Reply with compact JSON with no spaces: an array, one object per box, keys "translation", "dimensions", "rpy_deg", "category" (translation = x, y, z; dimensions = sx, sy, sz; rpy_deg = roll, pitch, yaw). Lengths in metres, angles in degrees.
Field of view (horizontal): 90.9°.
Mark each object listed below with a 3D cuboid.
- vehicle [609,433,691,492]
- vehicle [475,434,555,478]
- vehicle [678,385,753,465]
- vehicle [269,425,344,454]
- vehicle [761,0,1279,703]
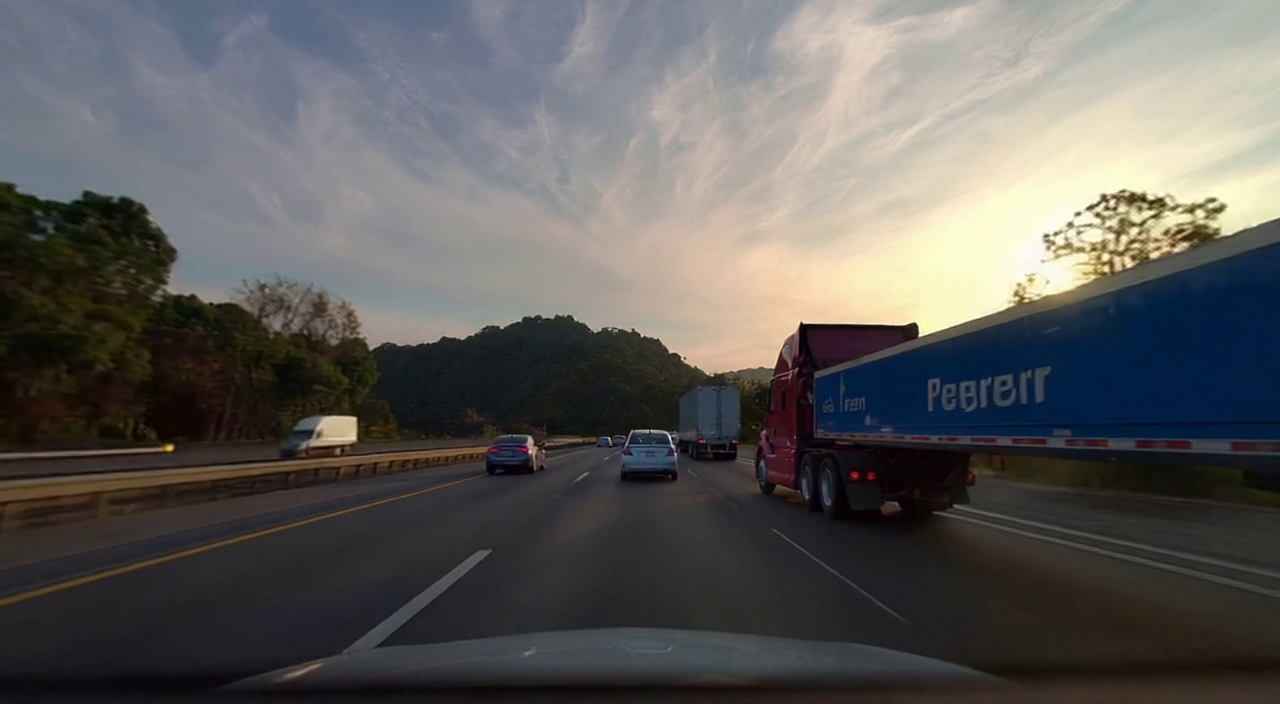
[{"translation":[0.238,2.988,17.478],"dimensions":[2.021,1.435,3.611],"rpy_deg":[0,-8,-1],"category":"vehicle"},{"translation":[-4.522,3.799,23.475],"dimensions":[2.048,1.452,4.430],"rpy_deg":[0,-8,0],"category":"vehicle"},{"translation":[4.253,4.646,39.082],"dimensions":[2.869,4.067,13.731],"rpy_deg":[0,-8,0],"category":"vehicle"},{"translation":[-17.492,4.609,33.247],"dimensions":[1.805,1.437,3.799],"rpy_deg":[0,-7,2],"category":"vehicle"},{"translation":[4.266,0.204,6.733],"dimensions":[2.816,4.070,14.136],"rpy_deg":[0,-8,-1],"category":"vehicle"}]
